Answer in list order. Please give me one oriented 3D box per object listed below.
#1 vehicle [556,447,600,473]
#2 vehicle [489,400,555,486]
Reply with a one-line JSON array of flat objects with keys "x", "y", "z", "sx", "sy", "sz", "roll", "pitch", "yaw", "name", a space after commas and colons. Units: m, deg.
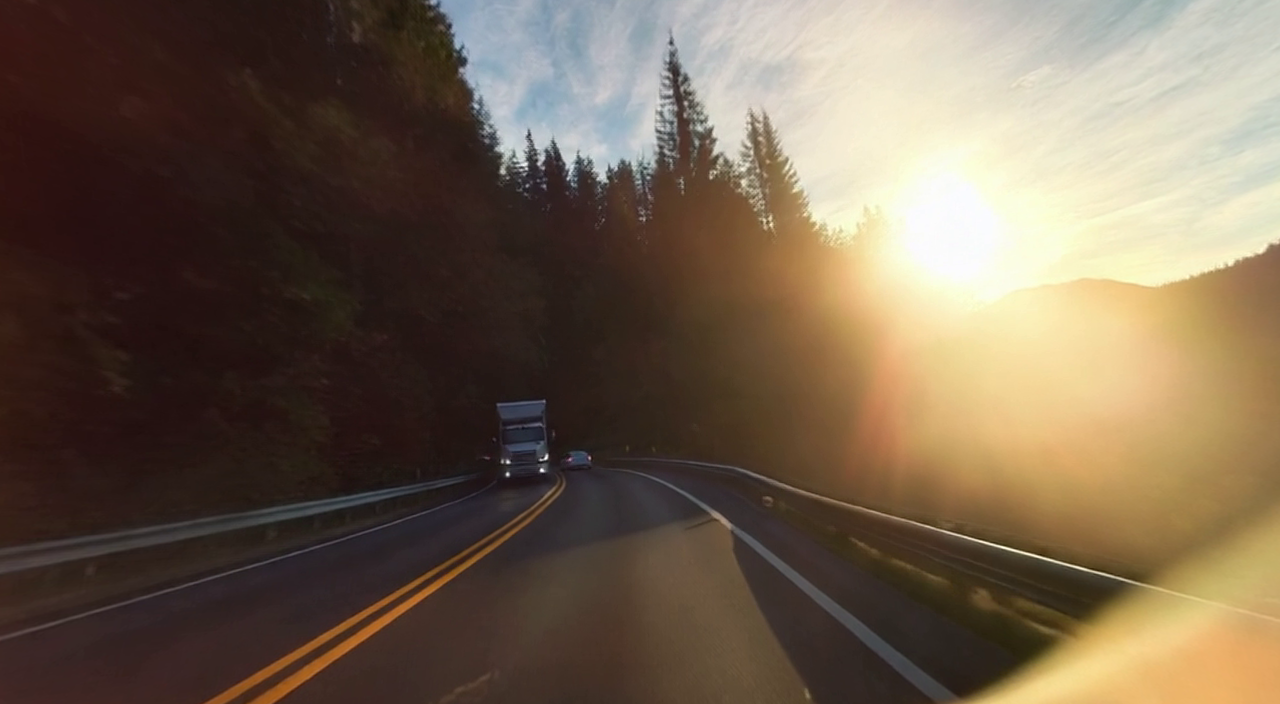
[{"x": -4.002, "y": 6.827, "z": 40.142, "sx": 2.120, "sy": 1.491, "sz": 4.349, "roll": 2, "pitch": -9, "yaw": -14, "name": "vehicle"}, {"x": -7.297, "y": 5.431, "z": 37.576, "sx": 2.999, "sy": 4.301, "sz": 11.457, "roll": 2, "pitch": -9, "yaw": -14, "name": "vehicle"}]
